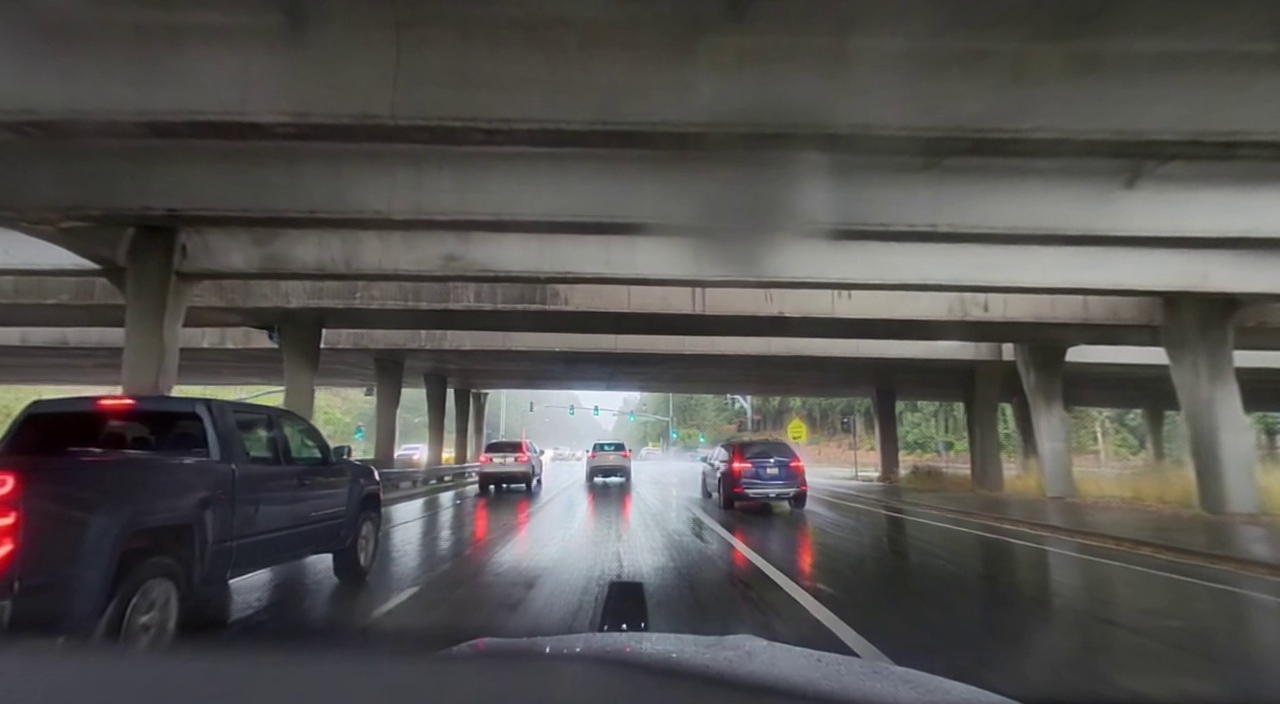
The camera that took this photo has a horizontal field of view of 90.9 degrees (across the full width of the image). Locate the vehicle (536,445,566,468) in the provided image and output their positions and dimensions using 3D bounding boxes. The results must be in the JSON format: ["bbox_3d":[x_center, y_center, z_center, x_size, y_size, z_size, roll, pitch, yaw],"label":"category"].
[{"bbox_3d":[-6.462,7.603,46.079,1.829,1.614,3.611,1,-8,-4],"label":"vehicle"}]

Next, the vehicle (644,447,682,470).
[{"bbox_3d":[1.501,7.094,42.256,2.026,1.457,3.969,1,-9,-6],"label":"vehicle"}]

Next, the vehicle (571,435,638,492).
[{"bbox_3d":[-1.176,3.807,21.839,2.097,1.748,3.794,0,-8,-2],"label":"vehicle"}]

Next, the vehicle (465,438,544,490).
[{"bbox_3d":[-4.824,4.028,23.043,2.127,1.720,4.064,0,-8,-2],"label":"vehicle"}]

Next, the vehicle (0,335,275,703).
[{"bbox_3d":[-3.938,0.807,2.629,2.074,1.814,4.596,0,-8,0],"label":"vehicle"}]

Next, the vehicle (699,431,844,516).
[{"bbox_3d":[2.964,2.906,15.705,2.234,1.720,5.378,0,-8,-3],"label":"vehicle"}]
